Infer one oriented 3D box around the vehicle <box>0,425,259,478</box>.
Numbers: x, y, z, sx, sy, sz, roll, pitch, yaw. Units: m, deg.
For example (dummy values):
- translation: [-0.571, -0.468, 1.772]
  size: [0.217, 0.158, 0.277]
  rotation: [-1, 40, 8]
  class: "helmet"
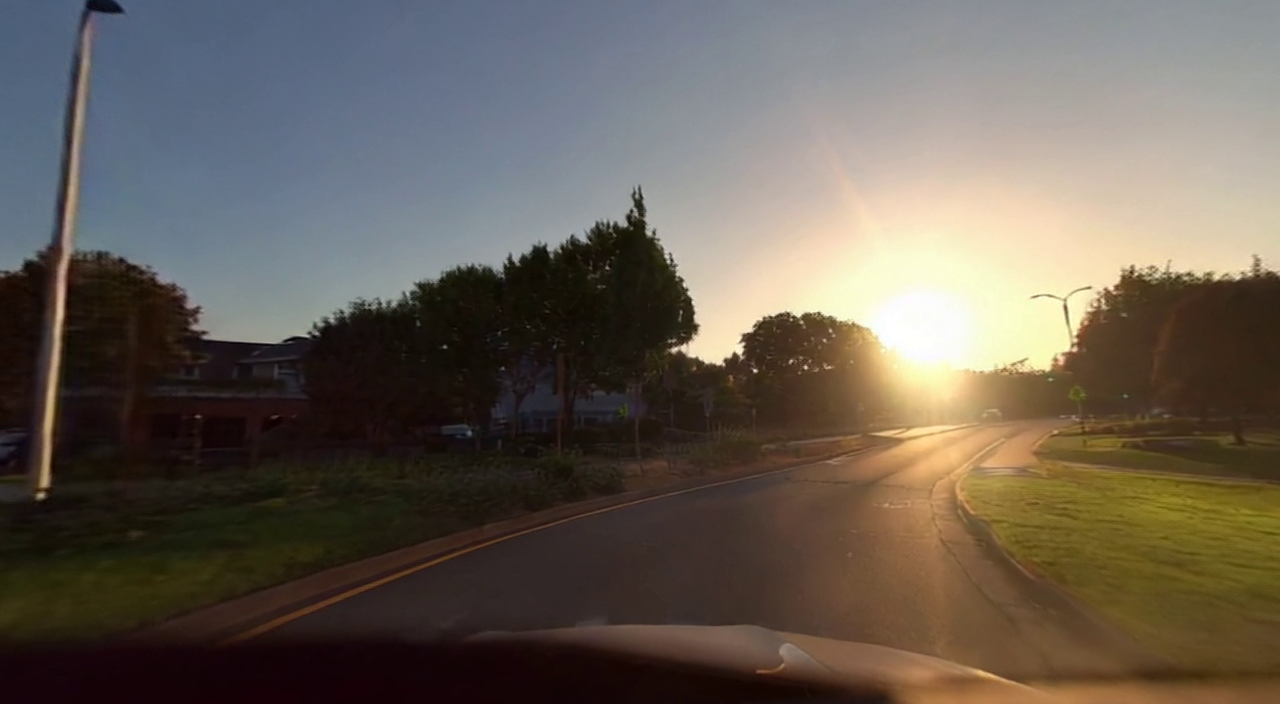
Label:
- translation: [-27.671, 5.156, 33.314]
  size: [2.837, 2.354, 12.960]
  rotation: [-5, -9, 28]
  class: "vehicle"
